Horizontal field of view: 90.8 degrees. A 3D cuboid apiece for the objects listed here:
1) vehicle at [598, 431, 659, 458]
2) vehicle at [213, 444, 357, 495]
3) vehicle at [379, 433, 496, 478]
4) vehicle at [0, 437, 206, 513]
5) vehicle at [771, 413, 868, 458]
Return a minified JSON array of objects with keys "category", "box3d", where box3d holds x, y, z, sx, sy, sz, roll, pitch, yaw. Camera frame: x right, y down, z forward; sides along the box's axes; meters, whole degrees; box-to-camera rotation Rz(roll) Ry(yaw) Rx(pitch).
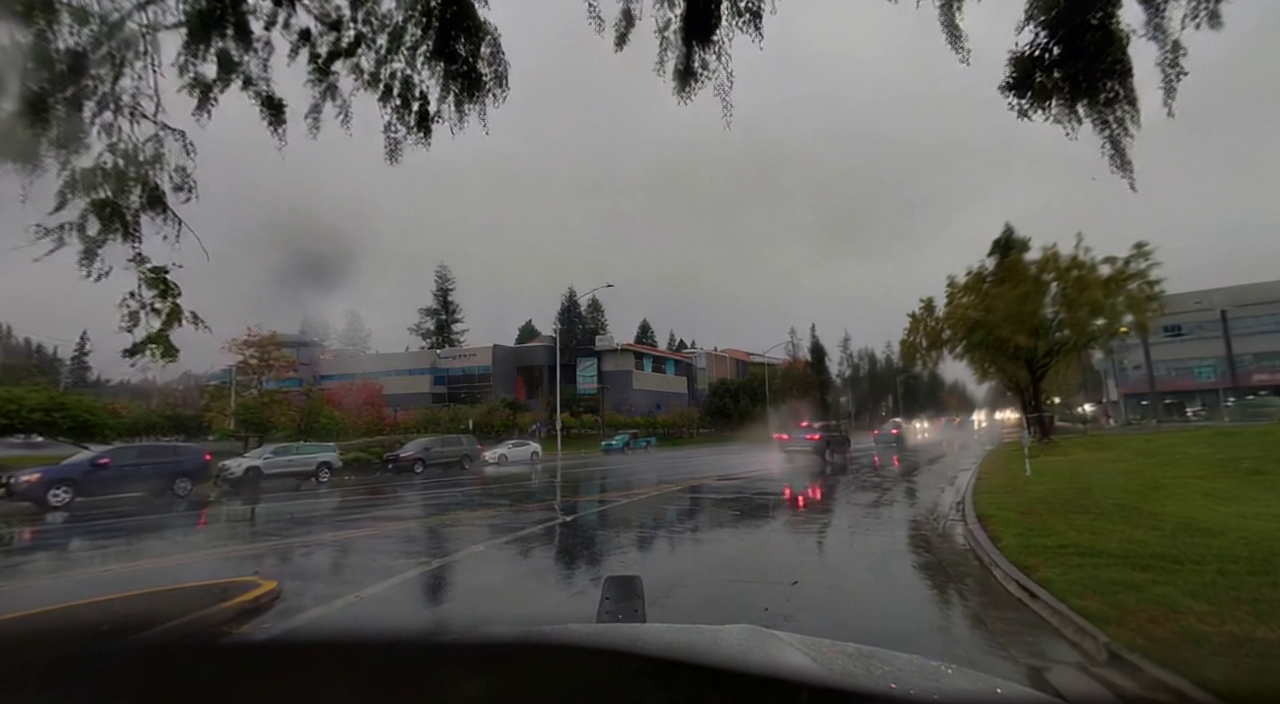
[{"category":"vehicle","box3d":[-0.700,6.302,43.192,1.926,1.691,4.646,-5,-9,32]},{"category":"vehicle","box3d":[-13.562,4.443,24.369,1.904,1.719,4.326,-5,-9,35]},{"category":"vehicle","box3d":[-9.667,4.934,30.476,2.134,1.924,4.911,-6,-10,39]},{"category":"vehicle","box3d":[-16.741,3.680,19.579,2.294,2.000,4.788,-7,-10,30]},{"category":"vehicle","box3d":[8.941,4.135,31.213,2.517,1.936,4.748,-11,-13,43]}]
